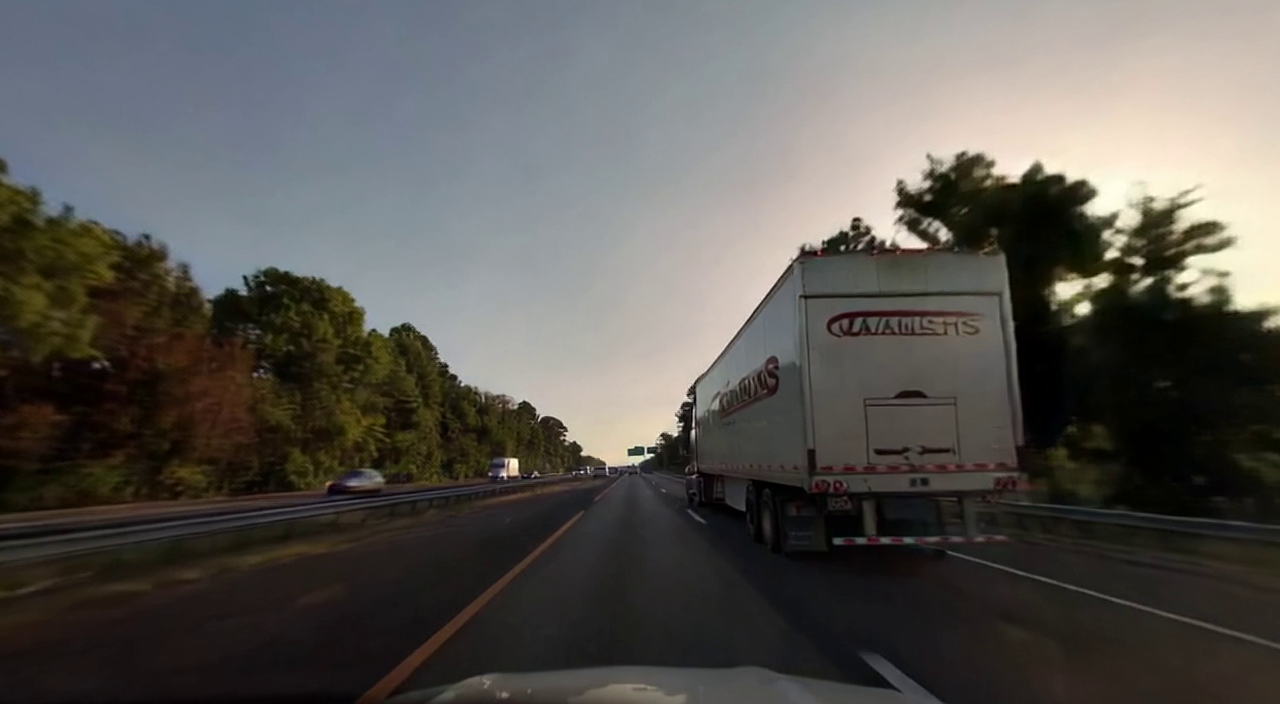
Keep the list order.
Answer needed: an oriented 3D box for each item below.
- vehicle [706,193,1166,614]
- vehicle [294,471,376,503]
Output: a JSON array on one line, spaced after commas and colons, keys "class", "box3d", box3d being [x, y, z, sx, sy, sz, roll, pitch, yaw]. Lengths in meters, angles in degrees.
[{"class": "vehicle", "box3d": [3.284, 1.350, 11.313, 2.871, 4.032, 10.642, 1, -11, -1]}, {"class": "vehicle", "box3d": [-17.224, 7.649, 35.917, 2.088, 1.600, 4.994, 0, -11, 1]}]
